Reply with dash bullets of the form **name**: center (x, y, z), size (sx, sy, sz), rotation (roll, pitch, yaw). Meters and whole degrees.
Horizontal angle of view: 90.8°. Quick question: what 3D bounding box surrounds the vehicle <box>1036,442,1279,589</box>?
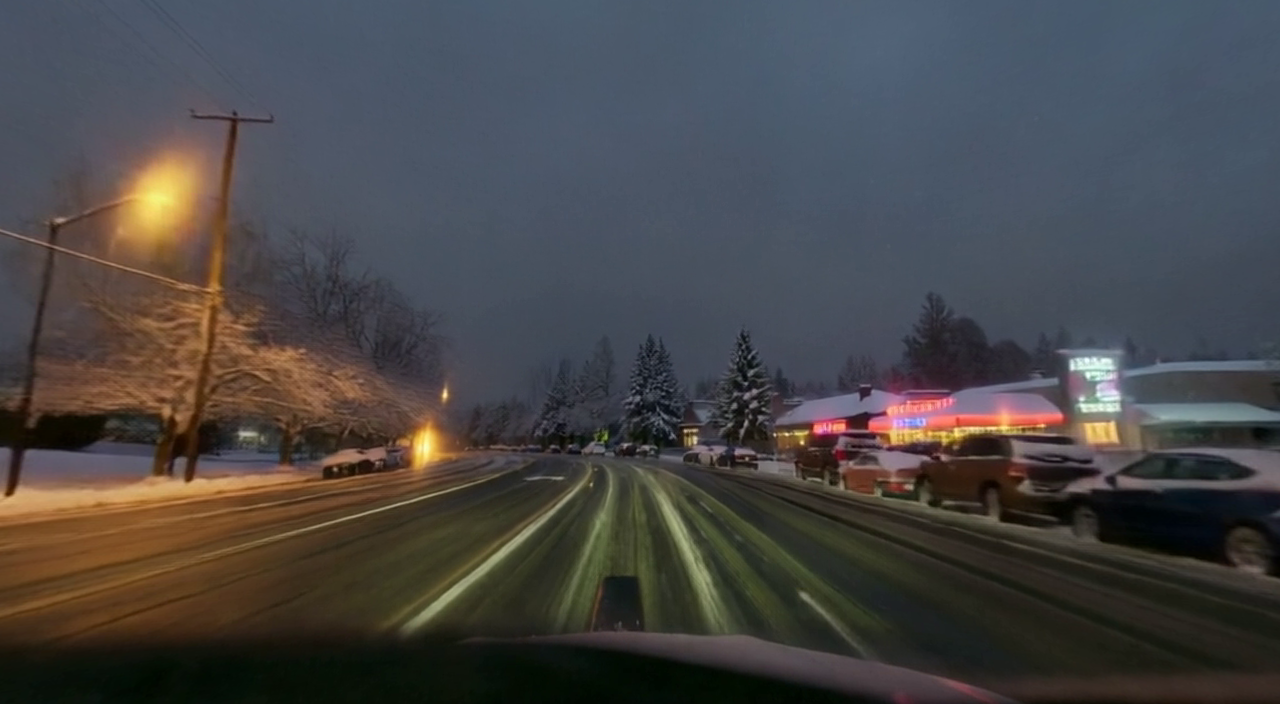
- **vehicle**: center (7.424, 1.855, 7.709), size (1.870, 1.469, 5.136), rotation (0, -9, 0)

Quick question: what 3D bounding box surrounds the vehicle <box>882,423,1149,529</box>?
- **vehicle**: center (7.498, 2.531, 13.520), size (2.425, 1.818, 5.028), rotation (0, -9, -3)

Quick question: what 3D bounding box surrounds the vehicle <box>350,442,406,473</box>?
- **vehicle**: center (-16.042, 6.475, 38.925), size (1.927, 1.748, 4.474), rotation (1, -9, -7)

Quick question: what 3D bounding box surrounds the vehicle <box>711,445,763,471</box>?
- **vehicle**: center (5.926, 6.530, 39.152), size (1.872, 1.515, 4.799), rotation (1, -9, -8)

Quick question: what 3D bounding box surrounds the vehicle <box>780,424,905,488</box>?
- **vehicle**: center (7.370, 3.901, 23.951), size (2.543, 2.114, 5.984), rotation (0, -9, -2)

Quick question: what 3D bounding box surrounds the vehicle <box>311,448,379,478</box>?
- **vehicle**: center (-15.643, 5.868, 33.781), size (2.027, 1.470, 4.550), rotation (1, -9, -8)
